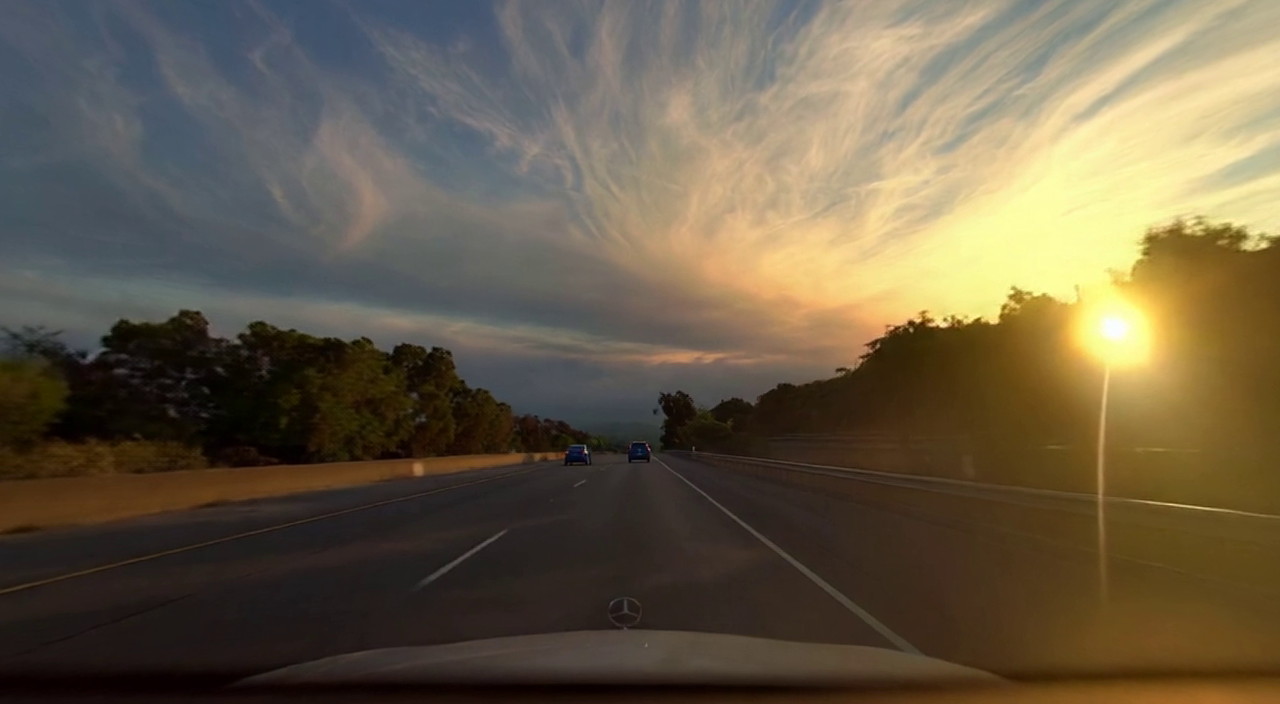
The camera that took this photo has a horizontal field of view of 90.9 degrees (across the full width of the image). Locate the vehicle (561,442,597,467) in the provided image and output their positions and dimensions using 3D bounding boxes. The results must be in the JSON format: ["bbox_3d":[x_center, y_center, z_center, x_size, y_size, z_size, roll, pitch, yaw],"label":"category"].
[{"bbox_3d":[-4.247,7.221,44.507,2.113,1.656,4.215,0,-9,0],"label":"vehicle"}]

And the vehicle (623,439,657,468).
[{"bbox_3d":[-0.035,6.686,41.699,2.126,1.786,3.958,0,-9,-1],"label":"vehicle"}]
